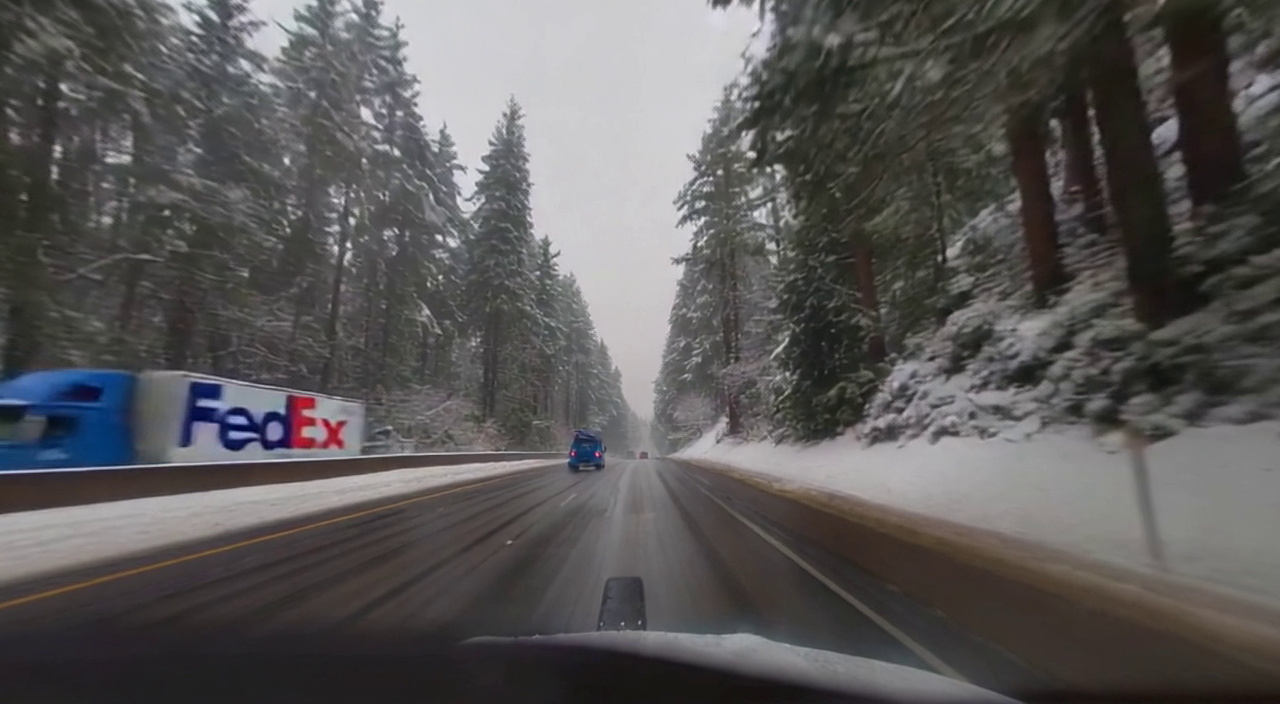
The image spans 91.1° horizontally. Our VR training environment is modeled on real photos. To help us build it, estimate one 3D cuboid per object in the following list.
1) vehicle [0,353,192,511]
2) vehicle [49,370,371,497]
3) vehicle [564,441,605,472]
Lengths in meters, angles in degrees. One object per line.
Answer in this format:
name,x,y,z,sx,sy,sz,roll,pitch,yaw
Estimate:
vehicle,-17.344,2.322,17.780,3.022,3.874,8.340,0,-8,0
vehicle,-17.273,3.756,28.244,3.184,4.072,15.913,-1,-8,0
vehicle,-3.373,6.438,38.984,2.084,1.752,4.479,-1,-8,1
